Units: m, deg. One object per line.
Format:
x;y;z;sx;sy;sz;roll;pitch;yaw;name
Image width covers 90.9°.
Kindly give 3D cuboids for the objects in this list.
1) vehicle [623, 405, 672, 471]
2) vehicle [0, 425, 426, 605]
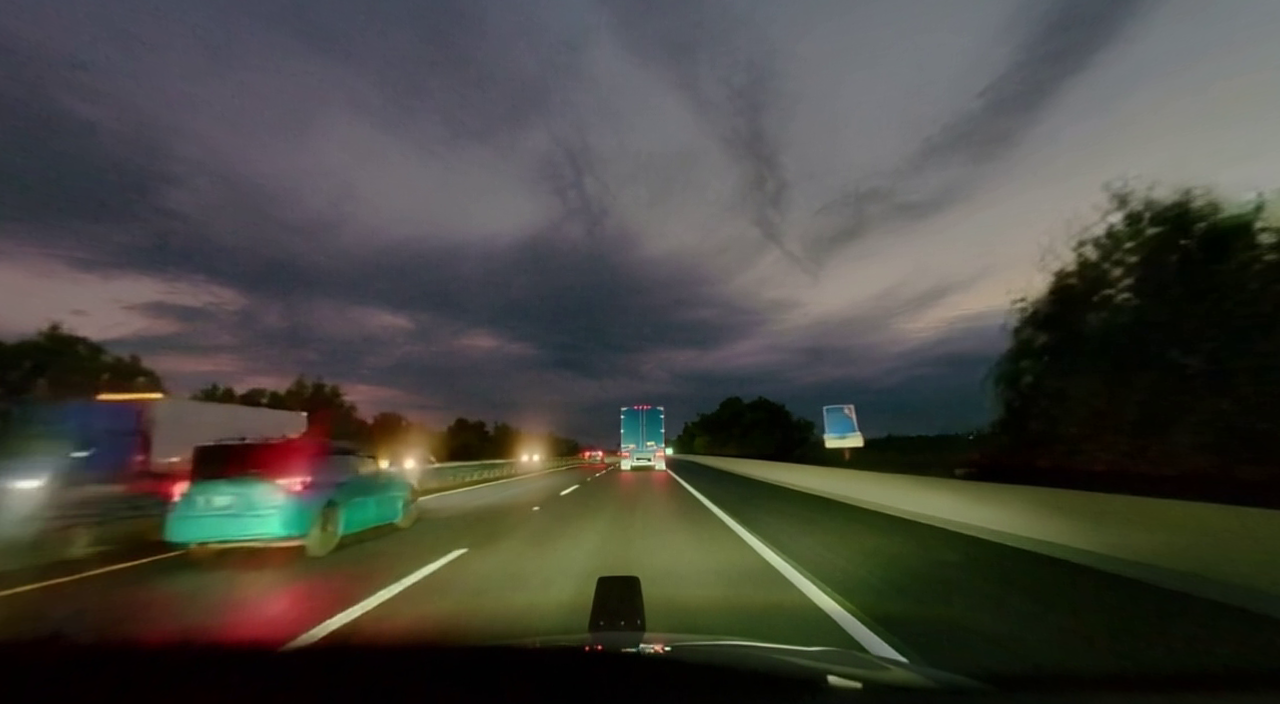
0.504;5.919;42.882;2.899;3.966;10.053;0;-9;1;vehicle
-4.490;1.760;7.811;2.051;1.538;4.569;0;-9;0;vehicle
